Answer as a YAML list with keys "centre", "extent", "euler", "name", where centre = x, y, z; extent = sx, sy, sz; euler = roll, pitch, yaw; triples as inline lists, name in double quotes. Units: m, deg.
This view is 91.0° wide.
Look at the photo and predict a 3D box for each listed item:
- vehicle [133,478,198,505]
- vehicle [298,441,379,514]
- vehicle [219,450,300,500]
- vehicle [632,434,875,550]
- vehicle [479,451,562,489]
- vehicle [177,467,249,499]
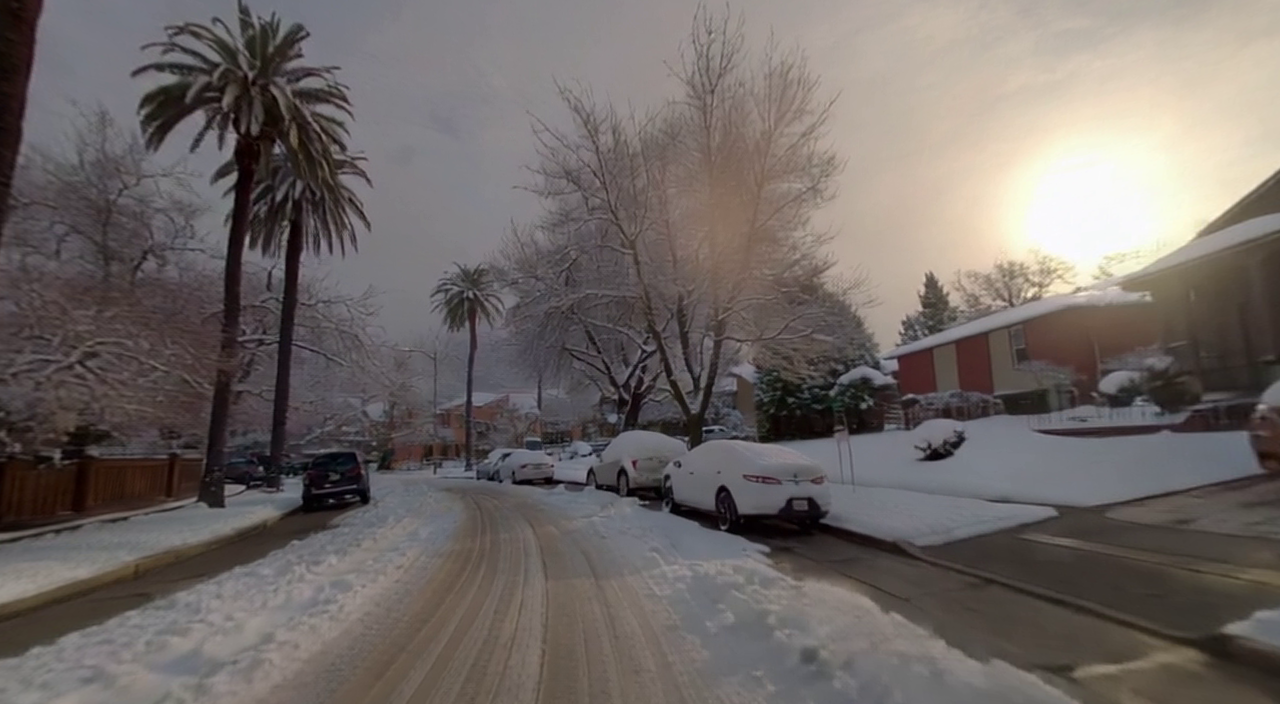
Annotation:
- centre: [-32.748, 9.570, 43.389]
  extent: [4.390, 1.559, 1.812]
  euler: [-5, -9, 28]
  name: "vehicle"
- centre: [-9.447, 3.826, 19.738]
  extent: [2.026, 1.816, 4.532]
  euler: [-1, -8, -26]
  name: "vehicle"
- centre: [-22.086, 7.155, 36.417]
  extent: [5.628, 2.109, 2.395]
  euler: [-16, -12, 40]
  name: "vehicle"
- centre: [1.571, 2.236, 10.994]
  extent: [2.108, 1.503, 4.977]
  euler: [2, -9, -17]
  name: "vehicle"
- centre: [-5.407, 5.170, 28.038]
  extent: [2.006, 1.484, 4.768]
  euler: [5, -10, -32]
  name: "vehicle"
- centre: [-27.388, 8.380, 40.314]
  extent: [4.944, 1.819, 2.001]
  euler: [-8, -11, 33]
  name: "vehicle"
